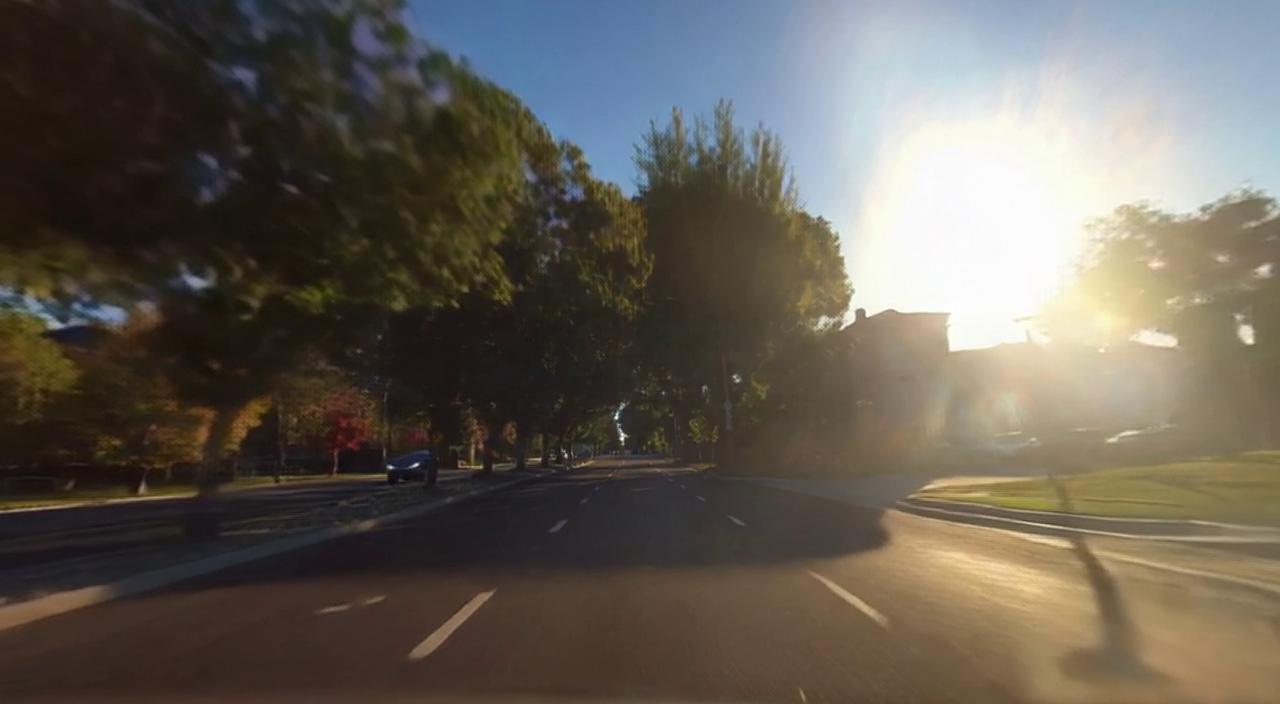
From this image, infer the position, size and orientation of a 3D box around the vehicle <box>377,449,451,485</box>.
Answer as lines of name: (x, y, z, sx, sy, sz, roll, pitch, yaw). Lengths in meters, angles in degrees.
vehicle: (-11.567, 5.870, 32.706, 2.070, 1.669, 4.576, 0, -8, 0)
